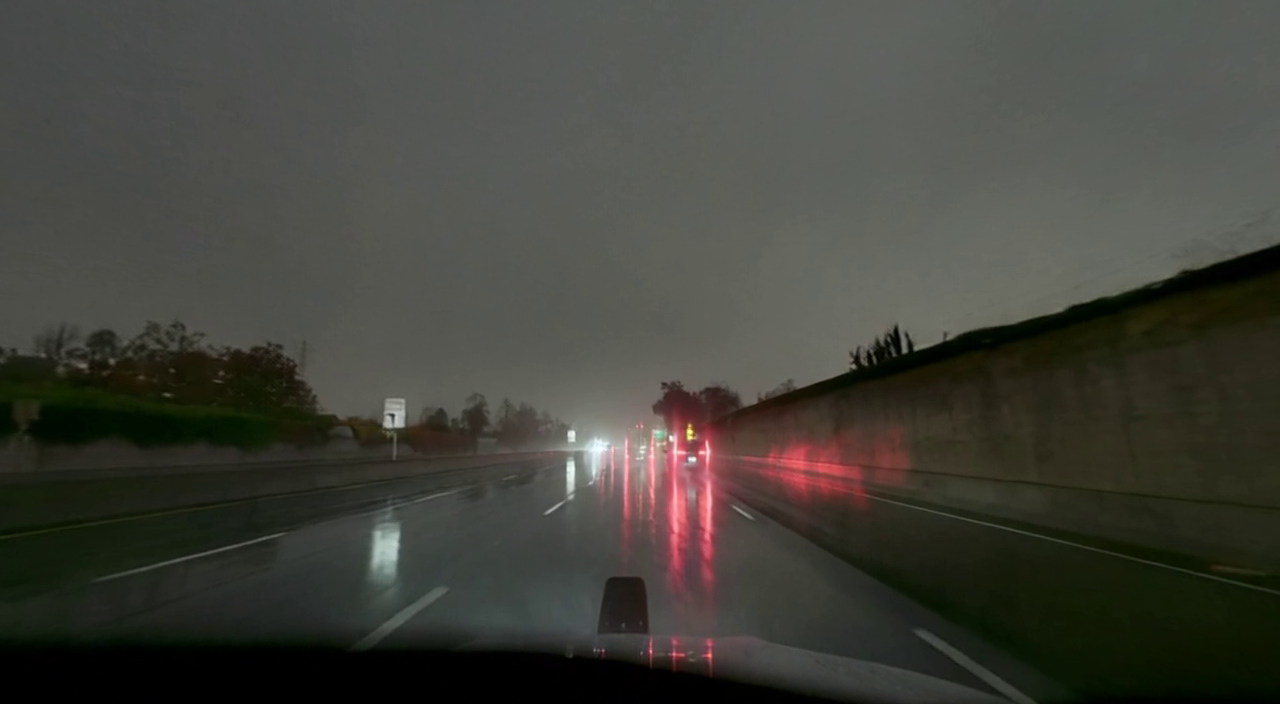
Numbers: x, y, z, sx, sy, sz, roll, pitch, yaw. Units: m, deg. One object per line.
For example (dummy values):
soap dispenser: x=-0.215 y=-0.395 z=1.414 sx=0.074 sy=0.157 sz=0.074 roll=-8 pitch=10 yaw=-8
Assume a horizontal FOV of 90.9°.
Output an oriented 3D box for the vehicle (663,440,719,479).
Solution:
vehicle: x=2.130 y=4.659 z=27.505 sx=1.973 sy=1.536 sz=4.337 roll=0 pitch=-9 yaw=-1
